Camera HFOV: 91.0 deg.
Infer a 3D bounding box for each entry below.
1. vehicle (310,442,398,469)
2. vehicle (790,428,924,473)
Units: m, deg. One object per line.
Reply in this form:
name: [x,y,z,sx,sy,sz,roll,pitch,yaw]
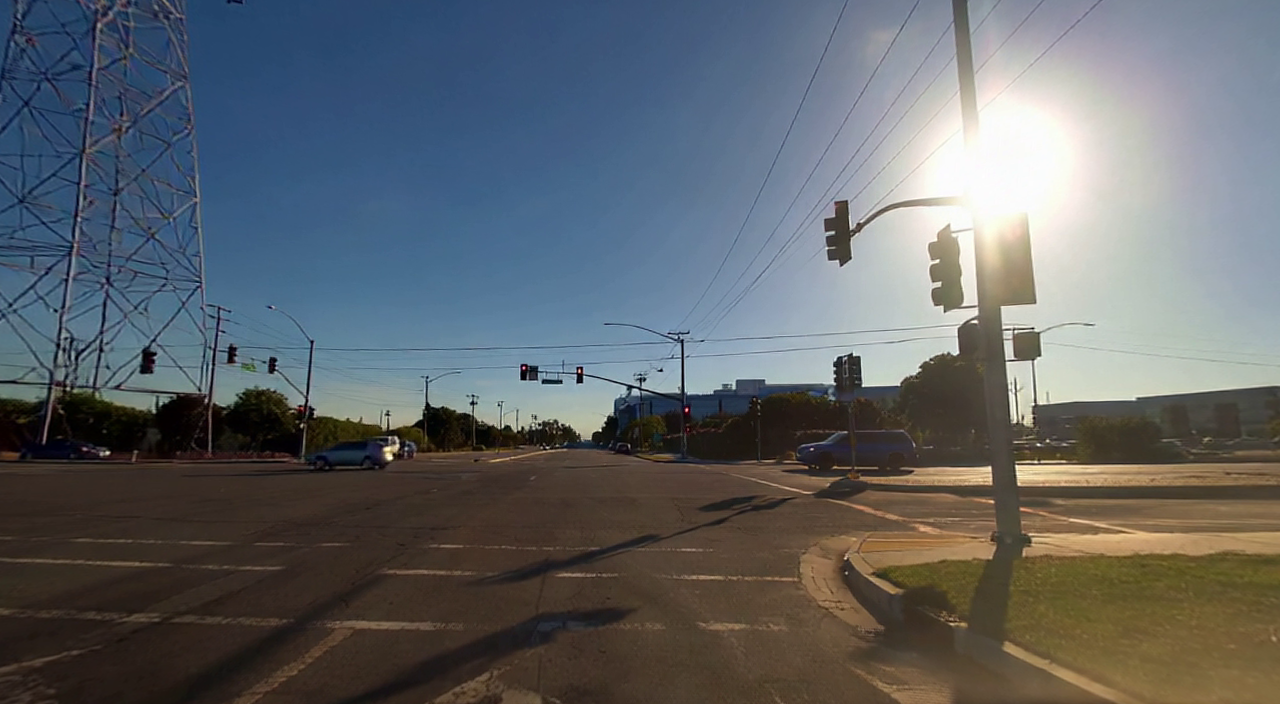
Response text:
vehicle: [-17.437,6.327,38.433,4.529,1.566,1.842,-1,-9,9]
vehicle: [8.697,4.013,25.725,4.884,1.714,2.021,-2,-9,12]
